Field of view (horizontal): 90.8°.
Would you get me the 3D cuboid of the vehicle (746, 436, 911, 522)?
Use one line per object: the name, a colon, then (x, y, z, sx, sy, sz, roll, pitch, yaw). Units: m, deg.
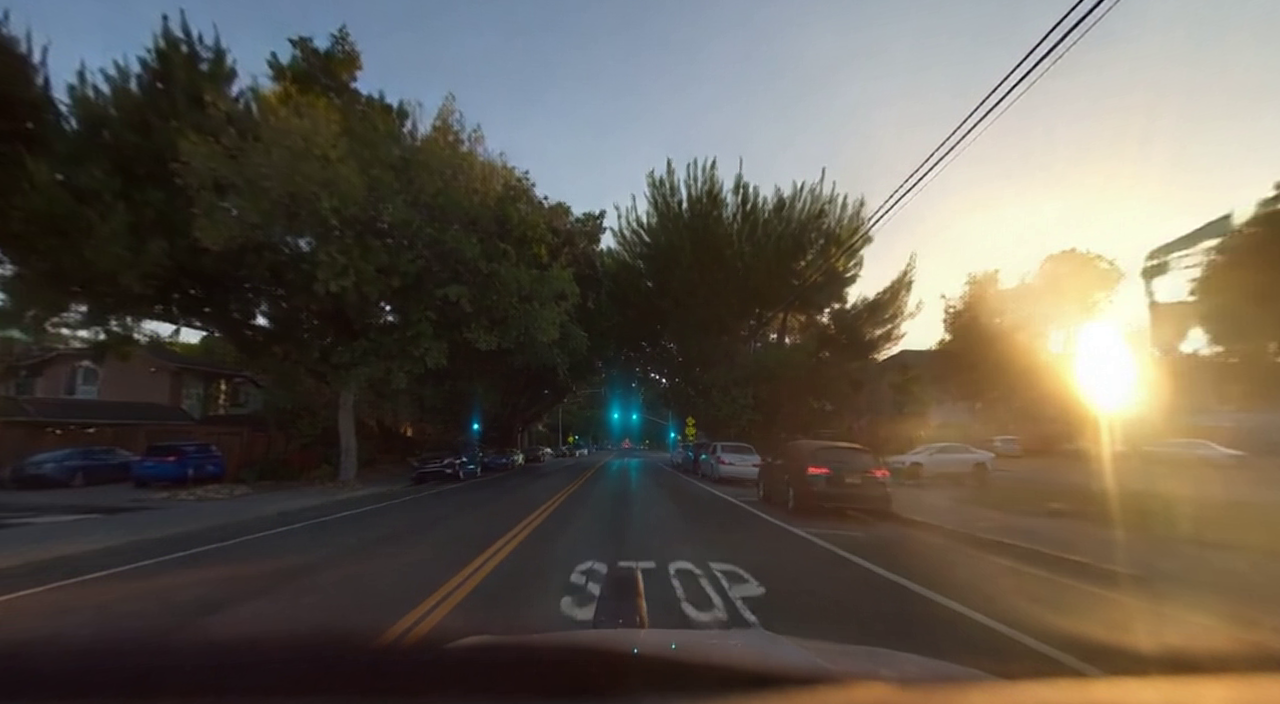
vehicle: (3.777, 2.613, 13.612, 1.955, 1.536, 4.395, 1, -8, -4)

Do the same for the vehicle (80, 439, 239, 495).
vehicle: (-14.693, 3.507, 19.648, 1.848, 1.562, 3.827, 0, -8, 1)

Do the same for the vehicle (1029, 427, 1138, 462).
vehicle: (24.493, 5.116, 35.006, 4.476, 1.795, 2.055, 0, -9, -2)

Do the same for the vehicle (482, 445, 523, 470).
vehicle: (-8.634, 6.624, 40.022, 1.860, 1.476, 4.594, 1, -8, -4)

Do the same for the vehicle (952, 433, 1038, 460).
vehicle: (24.432, 6.494, 43.564, 4.599, 1.759, 2.060, -1, -9, -1)

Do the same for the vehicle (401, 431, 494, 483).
vehicle: (-8.199, 4.516, 27.585, 2.420, 2.004, 5.615, 0, -8, -2)

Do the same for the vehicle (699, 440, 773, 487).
vehicle: (3.340, 3.979, 22.897, 1.809, 1.513, 4.264, 1, -8, -3)
